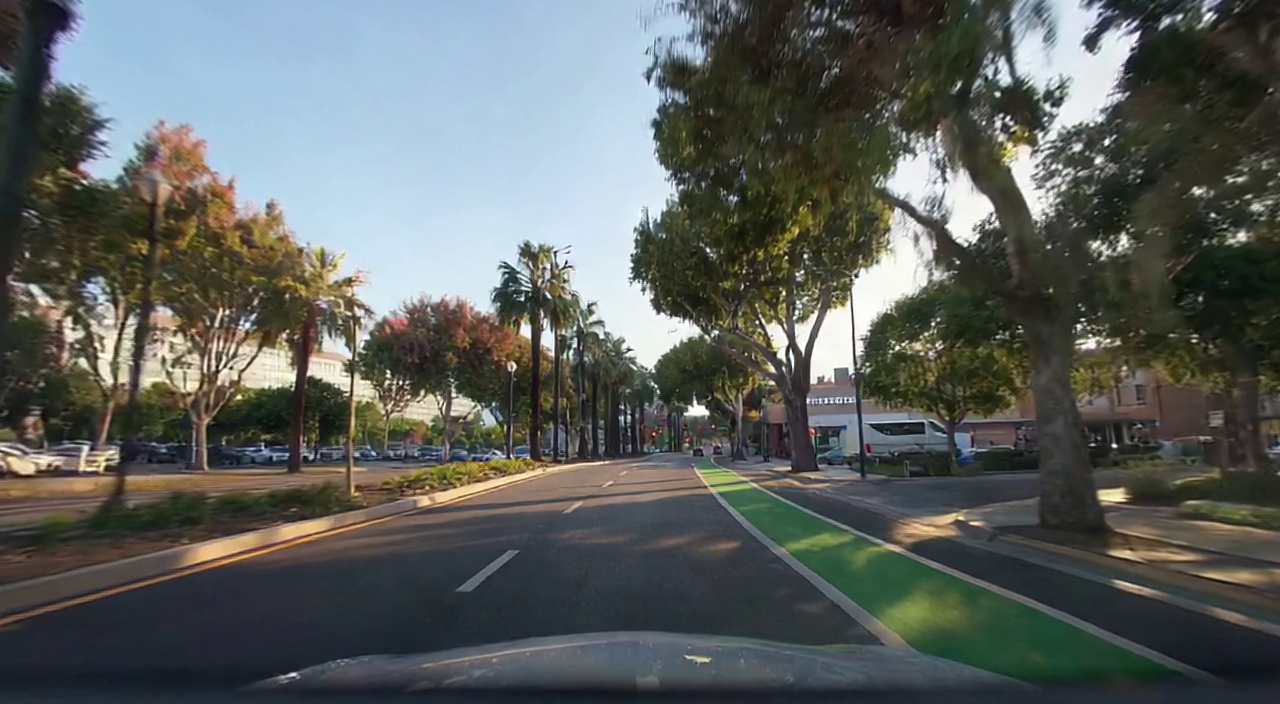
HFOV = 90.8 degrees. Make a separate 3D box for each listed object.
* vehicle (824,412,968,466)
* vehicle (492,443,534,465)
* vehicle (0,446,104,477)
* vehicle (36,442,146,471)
[{"bbox_3d":[15.549,5.311,38.698,7.635,3.131,2.691,0,-9,-4],"label":"vehicle"},{"bbox_3d":[-9.390,7.574,47.097,1.925,1.492,4.200,-1,-9,5],"label":"vehicle"},{"bbox_3d":[-29.987,5.440,31.477,4.683,1.446,2.037,0,-8,0],"label":"vehicle"},{"bbox_3d":[-29.896,5.670,34.503,4.143,1.501,1.929,0,-8,0],"label":"vehicle"}]
